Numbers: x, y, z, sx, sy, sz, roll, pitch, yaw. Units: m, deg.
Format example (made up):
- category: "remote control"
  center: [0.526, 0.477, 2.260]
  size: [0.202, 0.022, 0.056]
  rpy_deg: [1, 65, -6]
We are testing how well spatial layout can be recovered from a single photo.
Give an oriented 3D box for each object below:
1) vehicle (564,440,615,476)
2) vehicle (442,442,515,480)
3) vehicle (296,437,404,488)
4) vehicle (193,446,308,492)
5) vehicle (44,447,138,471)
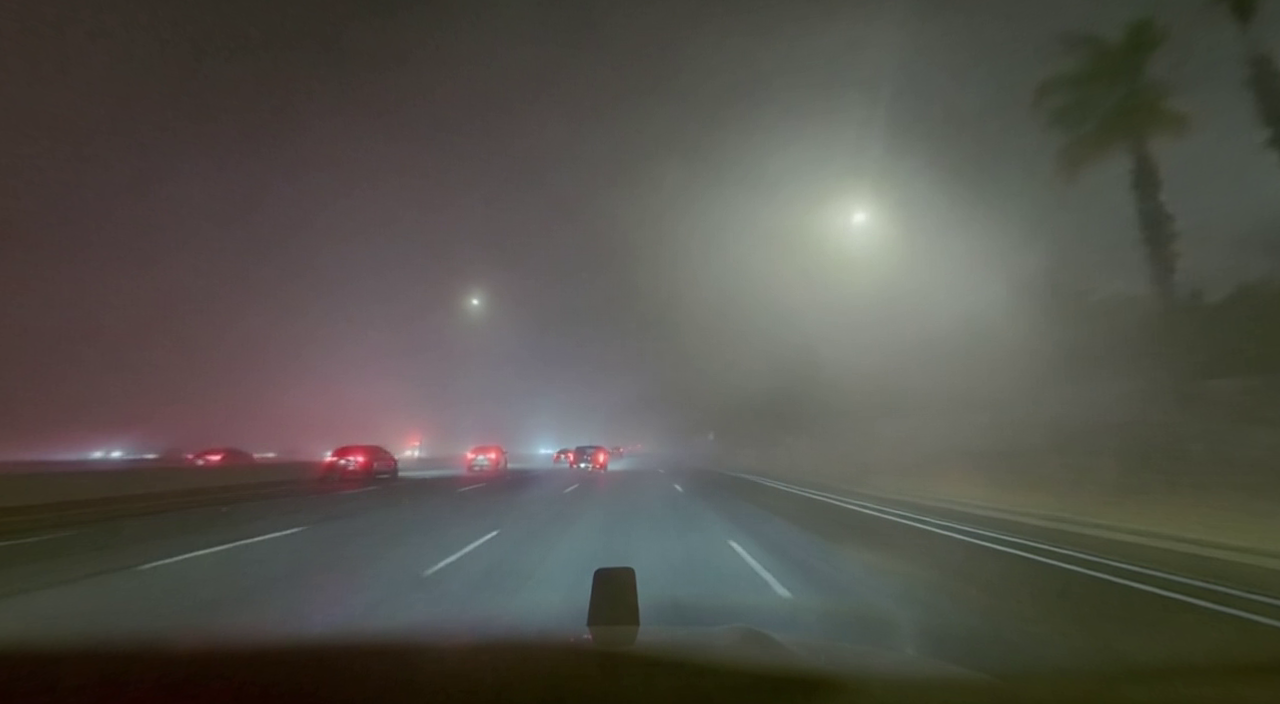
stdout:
- category: "vehicle"
  center: [-2.471, 5.338, 31.962]
  size: [2.201, 1.672, 4.128]
  rpy_deg: [0, -9, 0]
- category: "vehicle"
  center: [-7.608, 5.183, 30.273]
  size: [2.204, 1.677, 4.438]
  rpy_deg: [0, -9, 1]
- category: "vehicle"
  center: [-11.664, 4.457, 25.881]
  size: [1.986, 1.875, 4.902]
  rpy_deg: [0, -9, 1]
- category: "vehicle"
  center: [-15.654, 4.687, 25.723]
  size: [1.836, 1.662, 4.317]
  rpy_deg: [0, -9, 1]
- category: "vehicle"
  center: [-35.749, 6.948, 41.297]
  size: [1.797, 1.458, 4.635]
  rpy_deg: [-1, -9, 4]
